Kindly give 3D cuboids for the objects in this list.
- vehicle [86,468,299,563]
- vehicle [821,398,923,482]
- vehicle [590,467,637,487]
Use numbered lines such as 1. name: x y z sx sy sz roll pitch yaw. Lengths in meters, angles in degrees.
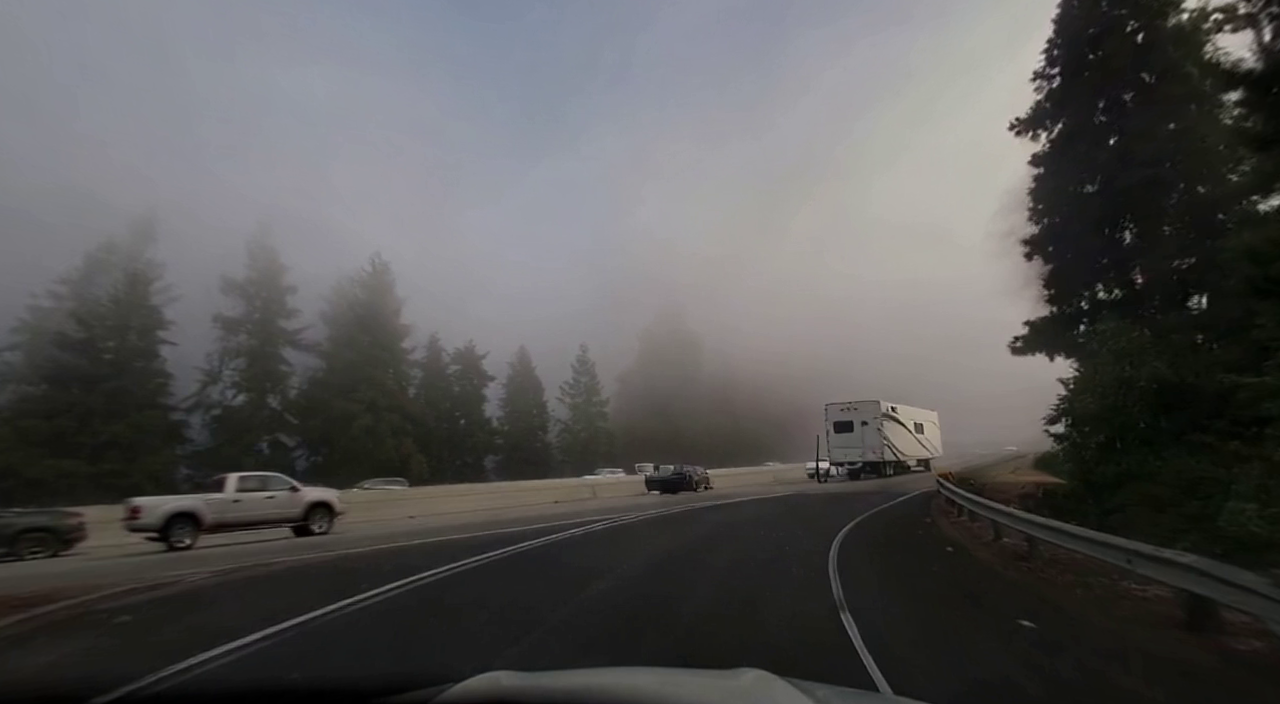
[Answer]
1. vehicle: -8.994 3.193 12.851 1.778 1.560 3.030 -7 -11 37
2. vehicle: 14.005 5.310 37.518 3.123 4.328 9.076 -7 -11 35
3. vehicle: -2.025 9.773 49.376 1.746 1.384 3.705 -6 -11 35
